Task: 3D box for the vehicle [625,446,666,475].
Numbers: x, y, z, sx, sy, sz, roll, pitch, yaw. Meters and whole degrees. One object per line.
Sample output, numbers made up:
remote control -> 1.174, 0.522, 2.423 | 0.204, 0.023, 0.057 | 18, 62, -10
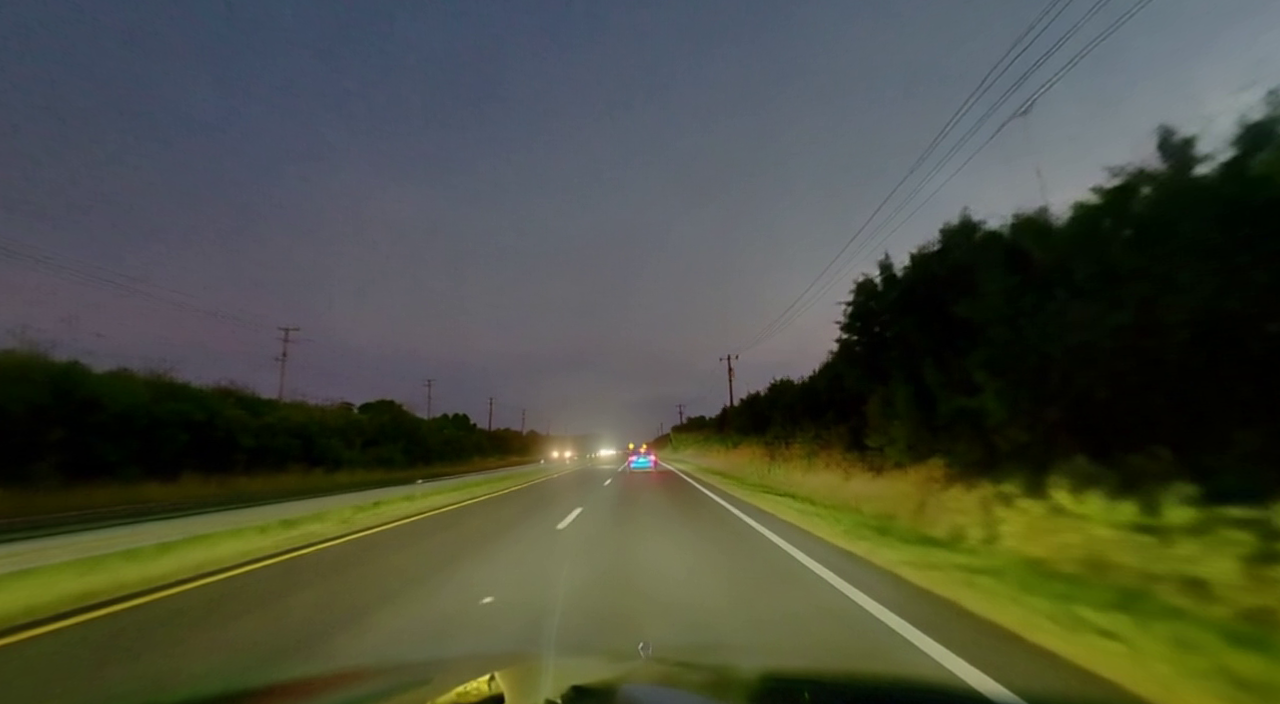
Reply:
vehicle -> 0.267, 5.903, 34.353 | 2.080, 1.486, 3.813 | 0, -9, -1
